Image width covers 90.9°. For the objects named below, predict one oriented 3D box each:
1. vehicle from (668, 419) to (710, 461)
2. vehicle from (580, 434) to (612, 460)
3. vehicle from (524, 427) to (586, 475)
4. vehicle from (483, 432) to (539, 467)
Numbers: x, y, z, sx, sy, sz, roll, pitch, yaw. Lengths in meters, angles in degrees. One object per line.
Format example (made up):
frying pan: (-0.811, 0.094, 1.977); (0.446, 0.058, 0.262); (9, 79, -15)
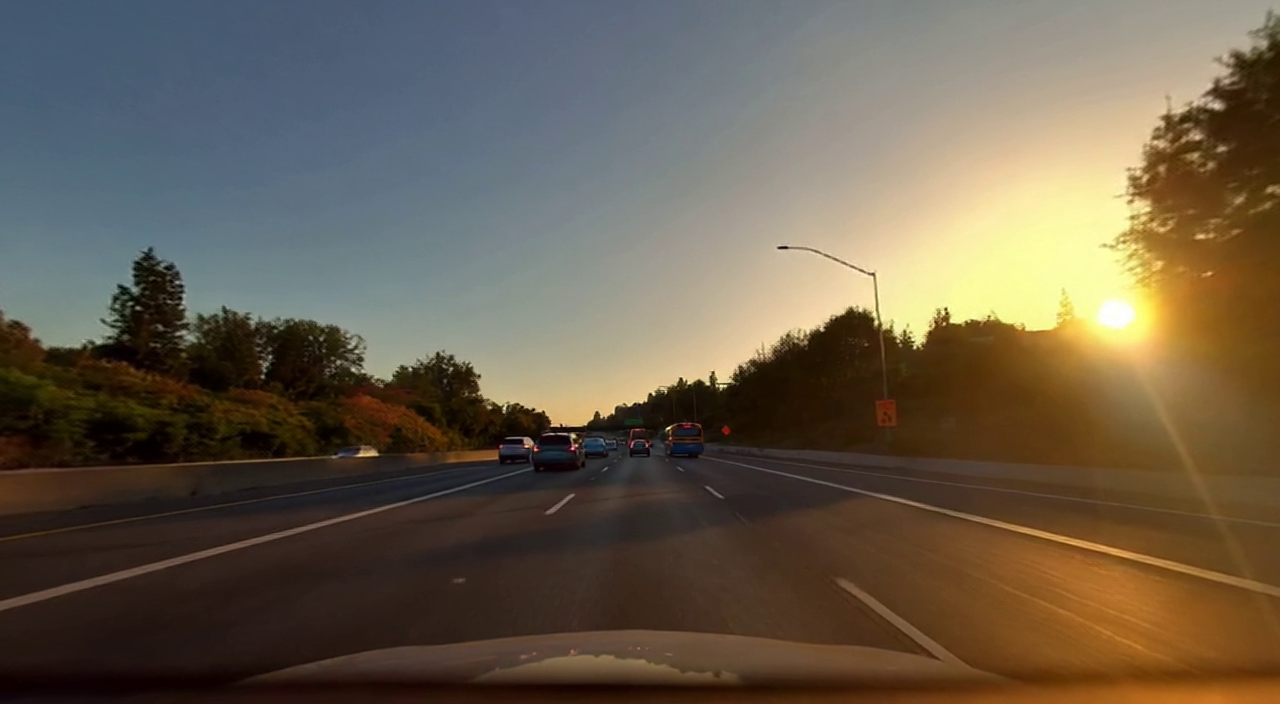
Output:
vehicle: (3.547, 6.603, 47.143); (2.573, 2.828, 6.754); (0, -8, 0)
vehicle: (-3.374, 7.411, 49.234); (2.155, 1.843, 4.567); (0, -8, 0)
vehicle: (-3.596, 4.283, 27.464); (2.016, 1.898, 4.458); (0, -8, 1)
vehicle: (-7.423, 5.709, 36.859); (2.217, 1.870, 5.075); (0, -8, 0)
